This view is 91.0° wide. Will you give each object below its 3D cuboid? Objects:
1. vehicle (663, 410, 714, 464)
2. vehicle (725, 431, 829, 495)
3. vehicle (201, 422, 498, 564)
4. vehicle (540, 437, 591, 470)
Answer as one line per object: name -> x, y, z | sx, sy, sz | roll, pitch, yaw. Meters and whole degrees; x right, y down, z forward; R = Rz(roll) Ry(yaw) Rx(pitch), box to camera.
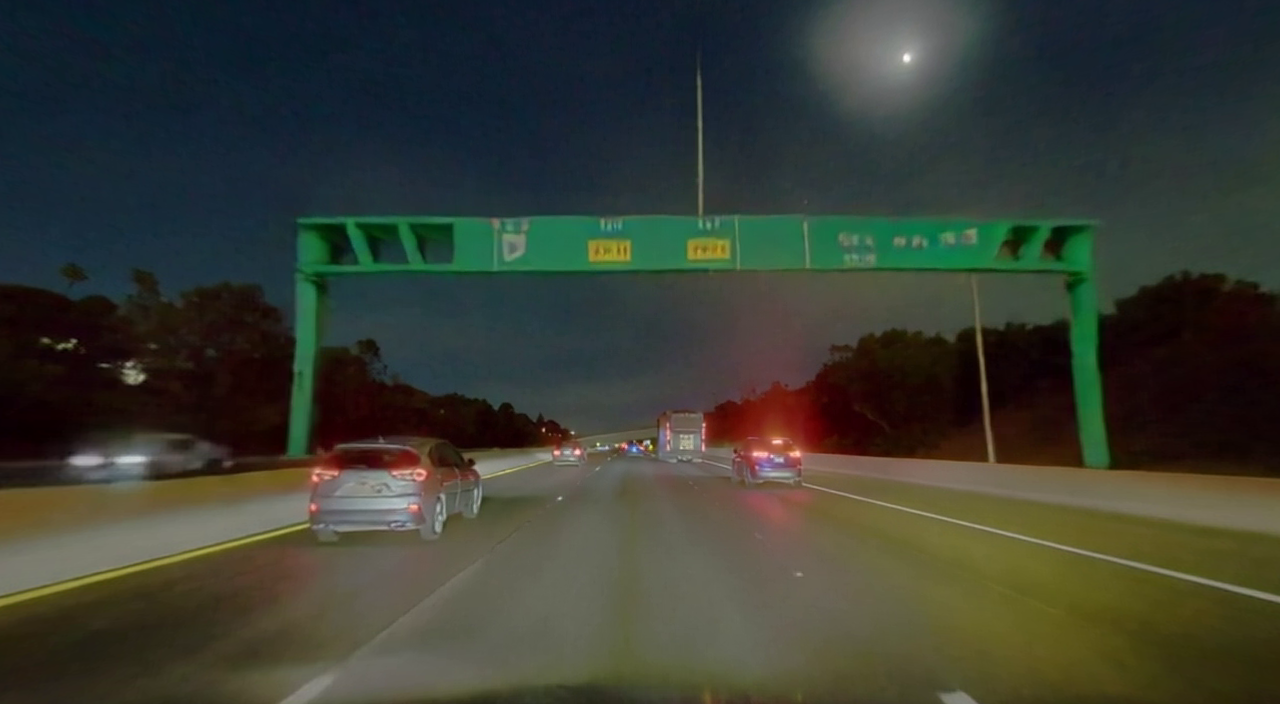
vehicle -> 3.458, 6.537, 48.081 | 2.824, 3.585, 11.410 | 0, -8, -1
vehicle -> 3.812, 3.165, 18.322 | 2.001, 1.625, 4.088 | 0, -8, -1
vehicle -> -3.612, 1.832, 9.017 | 2.122, 1.486, 4.532 | 0, -8, 0
vehicle -> -3.584, 4.954, 31.030 | 2.064, 1.479, 4.370 | 0, -8, -1
